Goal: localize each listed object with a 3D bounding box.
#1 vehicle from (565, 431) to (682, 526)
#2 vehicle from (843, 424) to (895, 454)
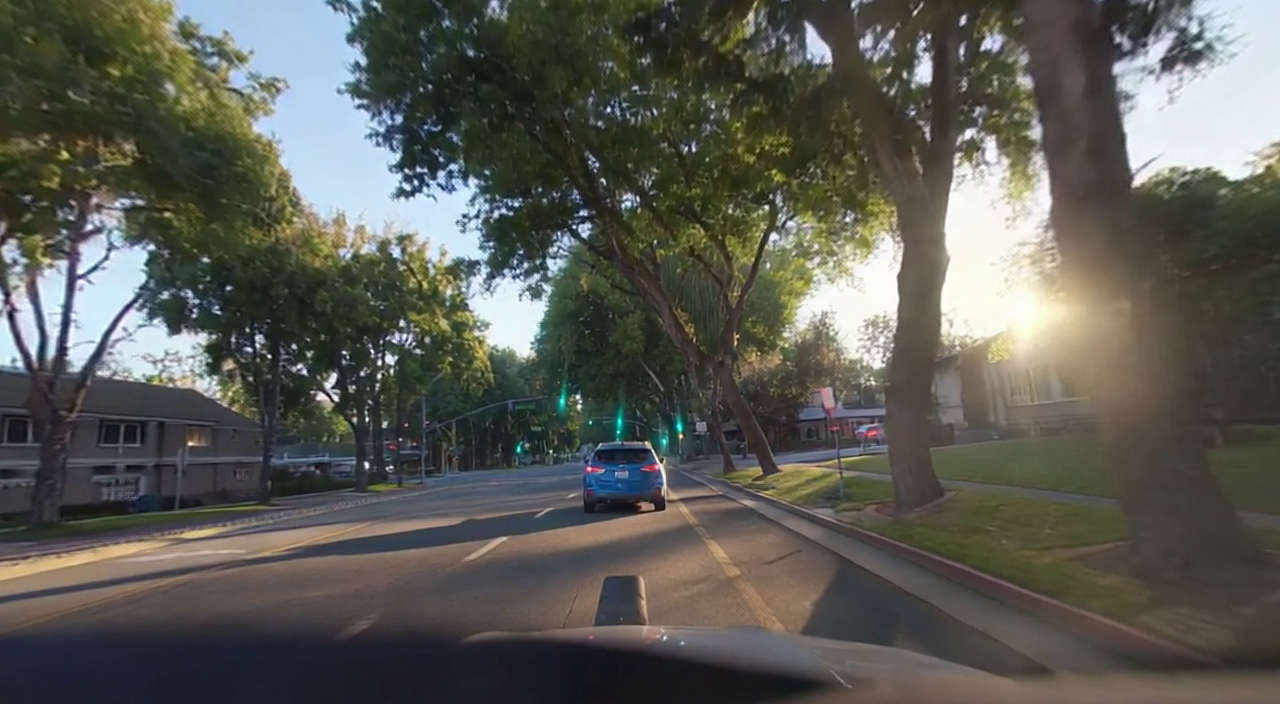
[{"bbox_3d":[-0.345,2.622,13.618,2.136,1.703,3.910,0,-9,-1],"label":"vehicle"},{"bbox_3d":[16.169,6.251,44.983,2.039,1.990,5.111,-1,-9,4],"label":"vehicle"}]
